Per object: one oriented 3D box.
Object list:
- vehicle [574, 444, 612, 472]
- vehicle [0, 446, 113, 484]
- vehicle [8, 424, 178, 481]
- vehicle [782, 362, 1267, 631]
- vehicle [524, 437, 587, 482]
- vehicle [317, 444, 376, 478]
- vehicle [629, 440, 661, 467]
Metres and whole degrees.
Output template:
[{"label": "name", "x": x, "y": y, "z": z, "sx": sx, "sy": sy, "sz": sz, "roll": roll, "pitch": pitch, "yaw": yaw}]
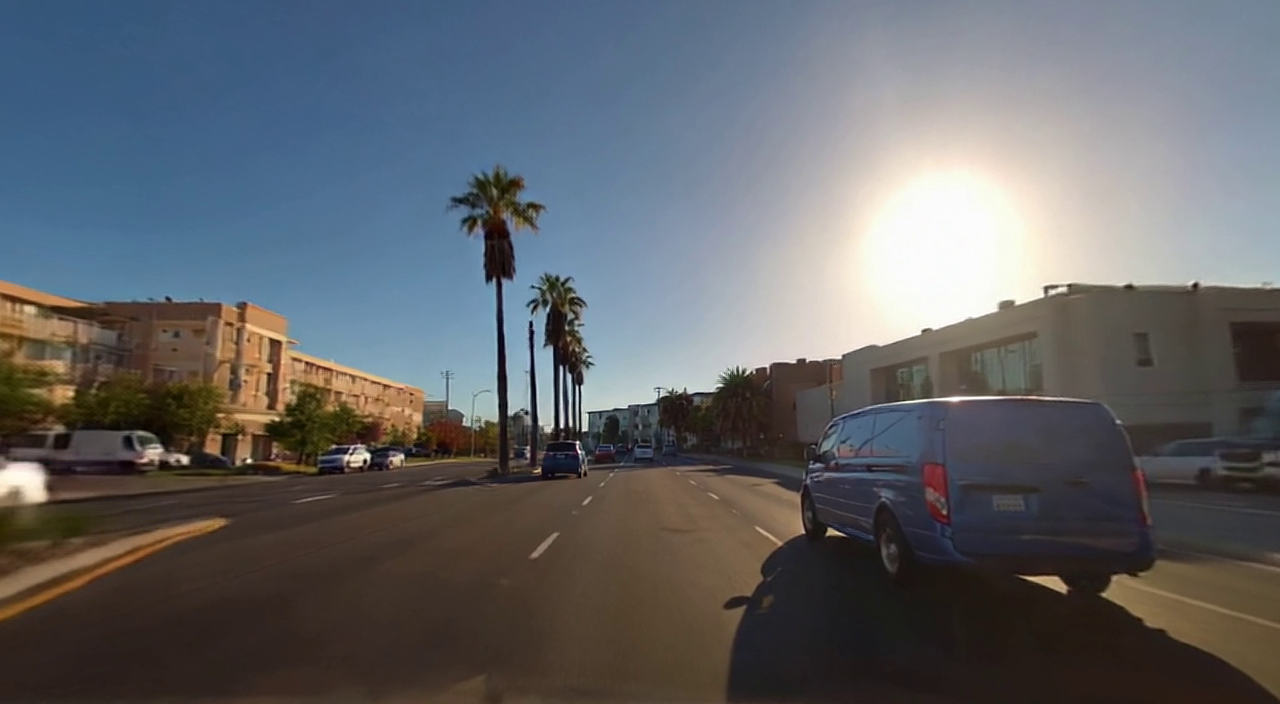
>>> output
[{"label": "vehicle", "x": -2.686, "y": 6.119, "z": 36.707, "sx": 1.869, "sy": 1.454, "sz": 4.142, "roll": 0, "pitch": -8, "yaw": 0}, {"label": "vehicle", "x": -30.261, "y": 5.747, "z": 32.225, "sx": 4.832, "sy": 1.778, "sz": 2.082, "roll": -1, "pitch": -8, "yaw": 0}, {"label": "vehicle", "x": -29.886, "y": 5.486, "z": 34.743, "sx": 6.775, "sy": 2.936, "sz": 2.546, "roll": 0, "pitch": -9, "yaw": -2}, {"label": "vehicle", "x": 3.315, "y": 1.381, "z": 7.032, "sx": 2.234, "sy": 1.912, "sz": 4.847, "roll": 0, "pitch": -8, "yaw": -1}, {"label": "vehicle", "x": -3.389, "y": 4.388, "z": 26.059, "sx": 1.967, "sy": 1.703, "sz": 4.157, "roll": 0, "pitch": -8, "yaw": 1}, {"label": "vehicle", "x": -21.443, "y": 7.941, "z": 46.370, "sx": 1.931, "sy": 2.187, "sz": 5.001, "roll": -1, "pitch": -8, "yaw": -1}, {"label": "vehicle", "x": 0.314, "y": 7.231, "z": 45.129, "sx": 2.191, "sy": 1.761, "sz": 3.857, "roll": 0, "pitch": -8, "yaw": -1}]
